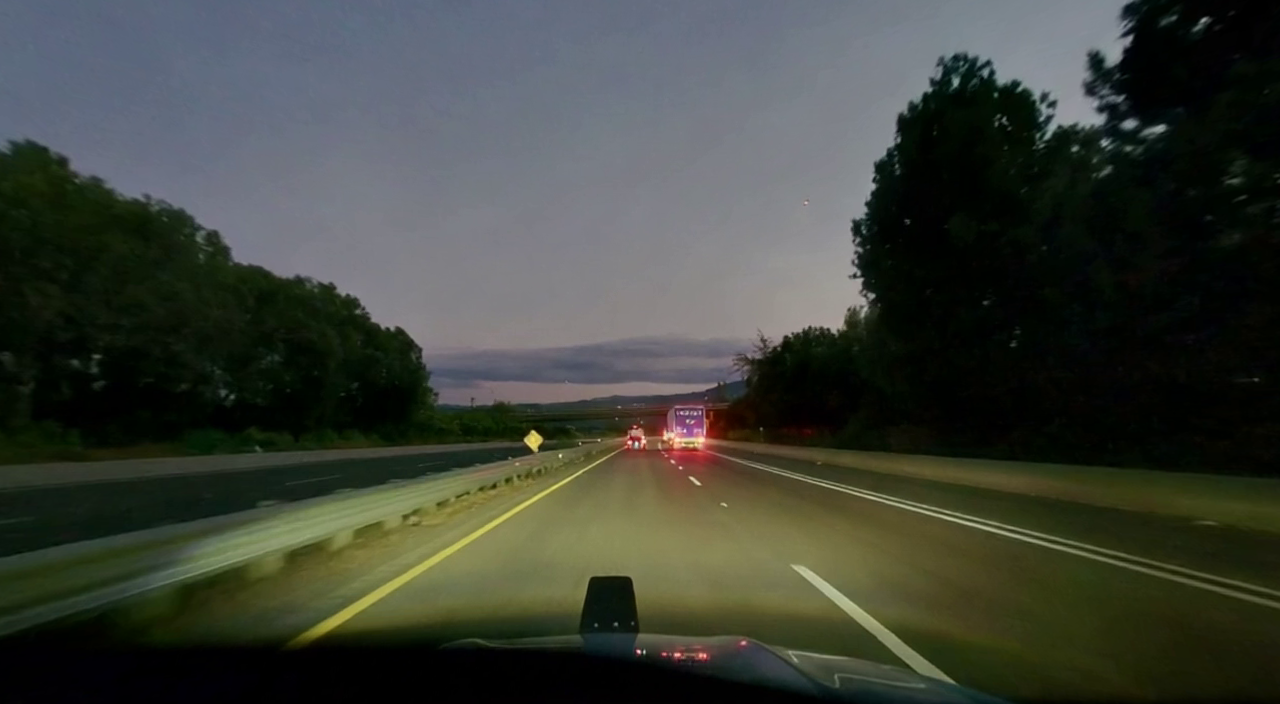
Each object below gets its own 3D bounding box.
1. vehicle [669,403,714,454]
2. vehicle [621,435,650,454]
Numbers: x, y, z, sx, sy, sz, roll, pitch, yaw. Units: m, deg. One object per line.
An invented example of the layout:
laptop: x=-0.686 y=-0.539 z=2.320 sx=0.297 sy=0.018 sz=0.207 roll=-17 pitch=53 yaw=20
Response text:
vehicle: x=3.584 y=5.490 z=44.886 sx=2.913 sy=3.491 sz=2.811 roll=0 pitch=-8 yaw=-1
vehicle: x=-0.327 y=6.829 z=46.807 sx=1.996 sy=1.325 sz=4.029 roll=0 pitch=-8 yaw=0
